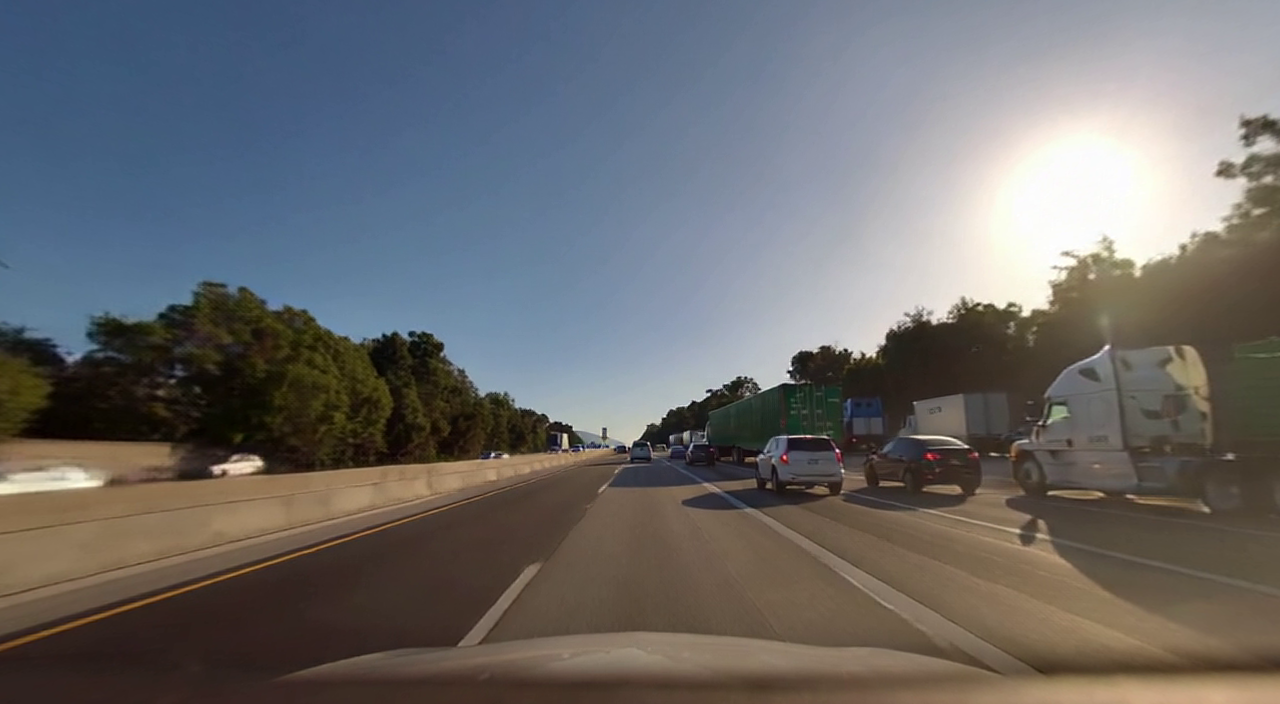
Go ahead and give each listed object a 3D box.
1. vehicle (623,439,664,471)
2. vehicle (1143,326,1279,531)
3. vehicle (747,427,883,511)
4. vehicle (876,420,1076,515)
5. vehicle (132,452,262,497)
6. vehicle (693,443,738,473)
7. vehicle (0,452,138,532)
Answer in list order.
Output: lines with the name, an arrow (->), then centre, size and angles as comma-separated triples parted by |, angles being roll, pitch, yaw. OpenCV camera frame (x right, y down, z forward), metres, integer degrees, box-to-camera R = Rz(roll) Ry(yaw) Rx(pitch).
vehicle -> 0.240, 6.083, 37.322 | 2.313, 1.736, 4.215 | 0, -8, 1
vehicle -> 11.605, 0.859, 7.590 | 2.786, 3.226, 9.750 | 0, -8, -1
vehicle -> 3.959, 2.705, 15.012 | 1.972, 1.693, 4.139 | 0, -8, -1
vehicle -> 7.464, 2.597, 14.674 | 1.985, 1.835, 4.681 | 0, -8, -1
vehicle -> -17.147, 4.733, 24.594 | 1.925, 1.527, 4.257 | 0, -8, 1
vehicle -> 4.032, 5.726, 34.256 | 1.888, 1.501, 4.608 | 0, -8, 0
vehicle -> -13.289, 2.854, 12.935 | 1.920, 1.481, 4.706 | 0, -8, 1
